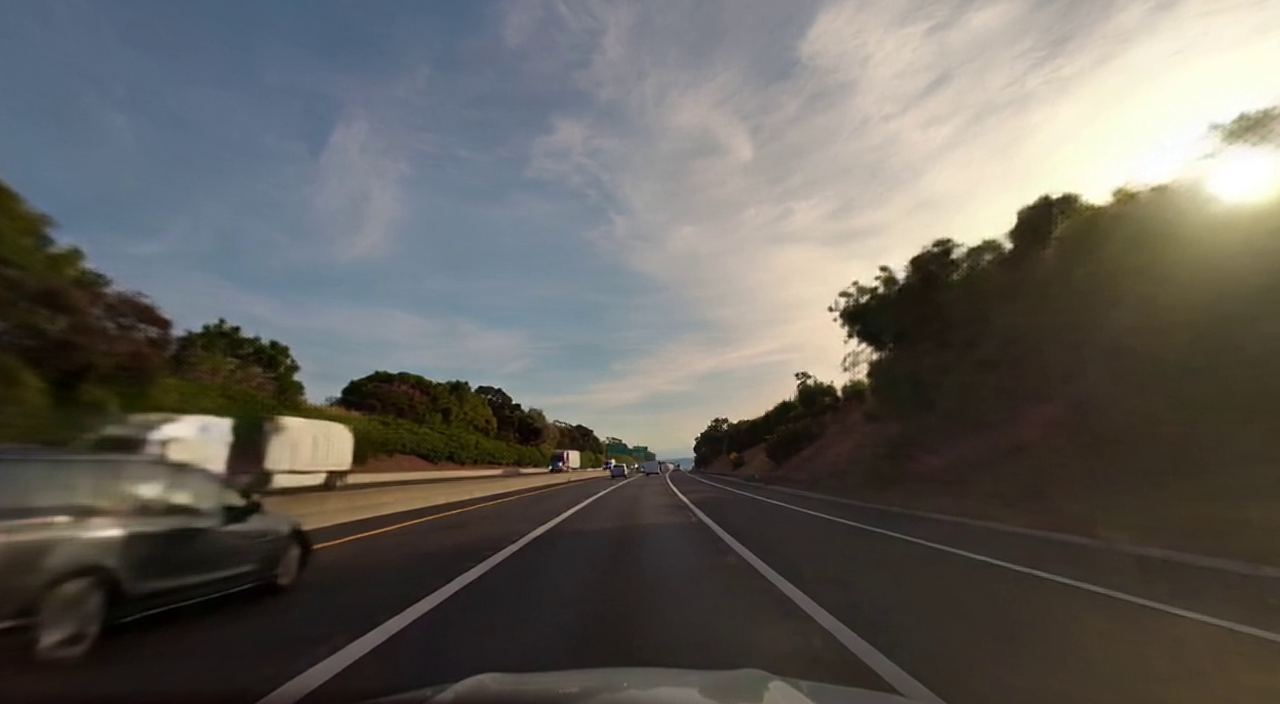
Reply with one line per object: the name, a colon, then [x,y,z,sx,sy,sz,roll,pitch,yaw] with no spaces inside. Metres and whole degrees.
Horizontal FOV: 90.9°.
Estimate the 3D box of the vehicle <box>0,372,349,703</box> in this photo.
vehicle: [-4.134,1.141,4.233,2.053,1.657,4.725,1,-11,0]
